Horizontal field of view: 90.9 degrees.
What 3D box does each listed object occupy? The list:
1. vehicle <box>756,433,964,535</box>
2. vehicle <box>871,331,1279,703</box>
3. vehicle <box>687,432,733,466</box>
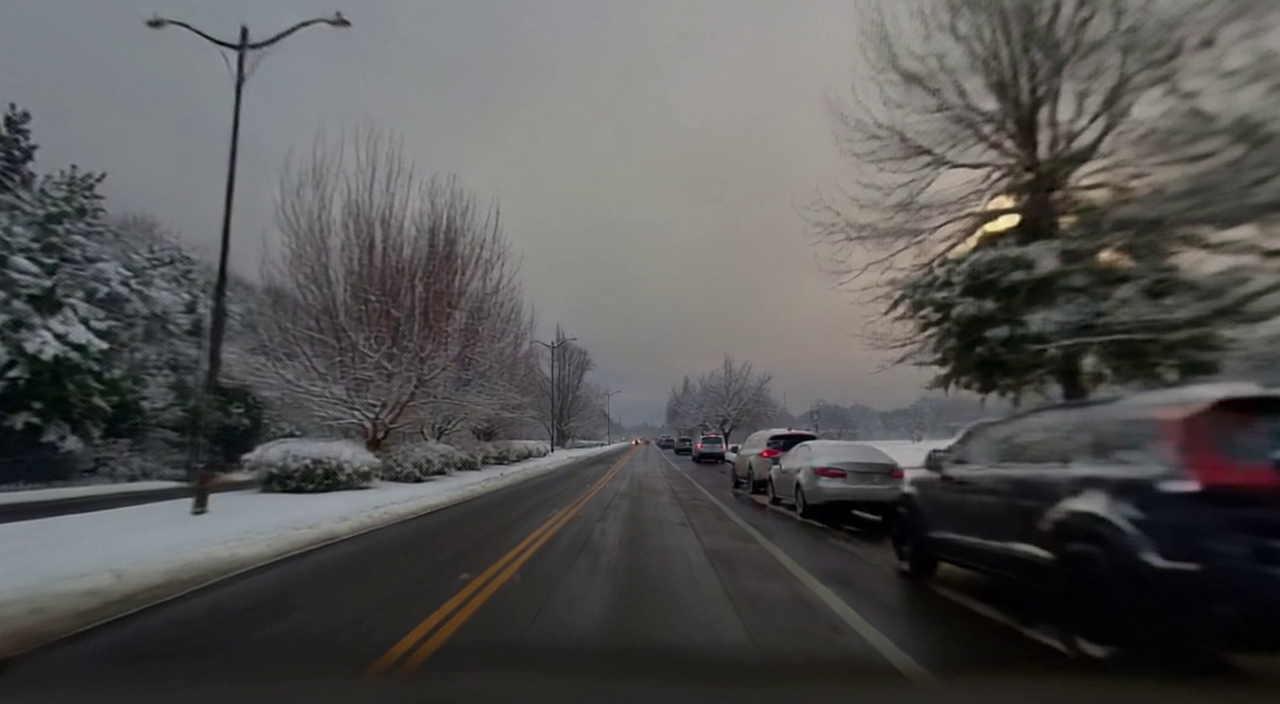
[{"bbox_3d":[3.672,2.279,11.649,2.068,1.461,4.653,0,-8,-1],"label":"vehicle"},{"bbox_3d":[3.596,1.117,4.660,2.144,1.848,4.159,0,-8,0],"label":"vehicle"},{"bbox_3d":[4.174,5.876,38.415,2.226,1.889,4.543,0,-8,-1],"label":"vehicle"}]
